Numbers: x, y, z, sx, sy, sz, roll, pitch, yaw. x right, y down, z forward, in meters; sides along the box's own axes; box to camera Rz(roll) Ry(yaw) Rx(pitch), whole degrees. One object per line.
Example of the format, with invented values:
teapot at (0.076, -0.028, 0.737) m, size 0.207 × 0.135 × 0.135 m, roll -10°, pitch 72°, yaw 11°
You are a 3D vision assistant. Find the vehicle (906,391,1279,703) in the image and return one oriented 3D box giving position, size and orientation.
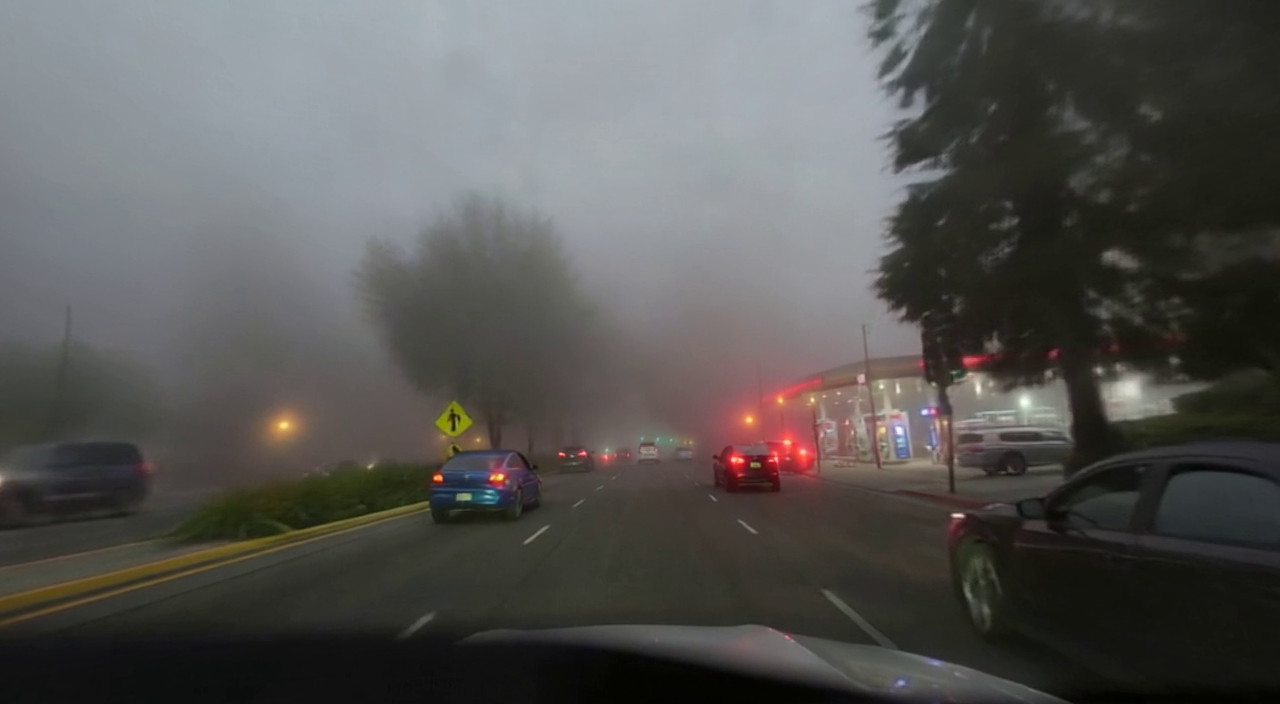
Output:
vehicle at (3.167, 1.011, 2.946) m, size 1.919 × 1.502 × 4.572 m, roll 0°, pitch -8°, yaw 1°

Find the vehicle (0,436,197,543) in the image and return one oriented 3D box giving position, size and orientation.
vehicle at (-11.754, 2.648, 12.877) m, size 2.012 × 1.781 × 4.599 m, roll 0°, pitch -8°, yaw 0°

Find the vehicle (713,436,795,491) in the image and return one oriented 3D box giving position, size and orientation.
vehicle at (3.829, 3.842, 22.120) m, size 1.980 × 1.709 × 4.813 m, roll 0°, pitch -8°, yaw 0°

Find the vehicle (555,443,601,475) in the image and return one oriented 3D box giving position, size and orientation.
vehicle at (-3.310, 5.776, 34.232) m, size 1.988 × 1.645 × 3.995 m, roll 0°, pitch -8°, yaw 1°

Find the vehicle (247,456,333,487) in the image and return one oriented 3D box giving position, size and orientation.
vehicle at (-19.039, 6.502, 34.579) m, size 1.890 × 1.472 × 4.769 m, roll 0°, pitch -8°, yaw 1°

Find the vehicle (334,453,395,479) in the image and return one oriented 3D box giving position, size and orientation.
vehicle at (-18.524, 7.649, 42.616) m, size 1.947 × 1.616 × 4.638 m, roll 0°, pitch -8°, yaw 1°

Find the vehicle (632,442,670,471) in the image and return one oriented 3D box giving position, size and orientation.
vehicle at (0.670, 6.483, 39.382) m, size 2.192 × 1.674 × 4.124 m, roll 0°, pitch -8°, yaw 1°

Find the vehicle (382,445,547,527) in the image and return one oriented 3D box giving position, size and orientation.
vehicle at (-3.298, 2.592, 12.872) m, size 2.013 × 1.354 × 4.393 m, roll 0°, pitch -8°, yaw 1°
